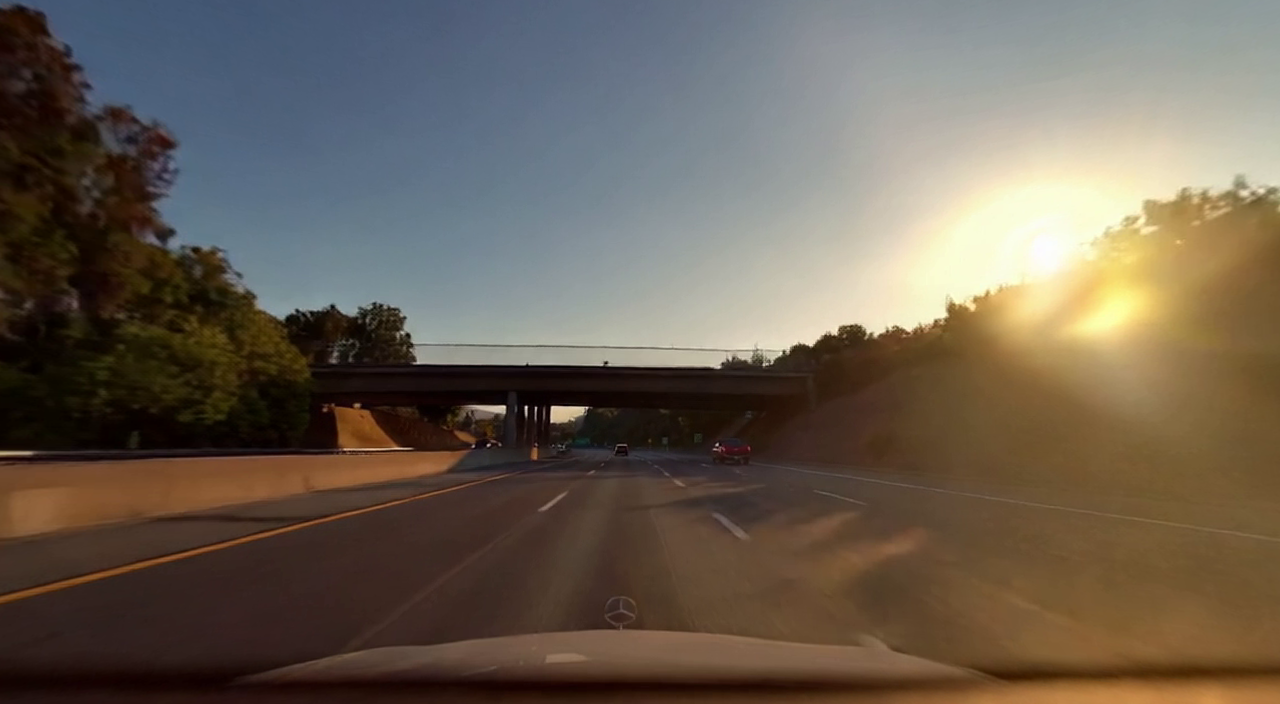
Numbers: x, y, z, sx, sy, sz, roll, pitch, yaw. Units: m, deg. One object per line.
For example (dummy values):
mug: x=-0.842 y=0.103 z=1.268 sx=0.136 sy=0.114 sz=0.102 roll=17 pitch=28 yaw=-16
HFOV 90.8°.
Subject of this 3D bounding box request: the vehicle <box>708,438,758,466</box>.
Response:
vehicle: x=6.507 y=7.072 z=44.830 sx=2.395 sy=1.819 sz=6.086 roll=0 pitch=-8 yaw=-2
